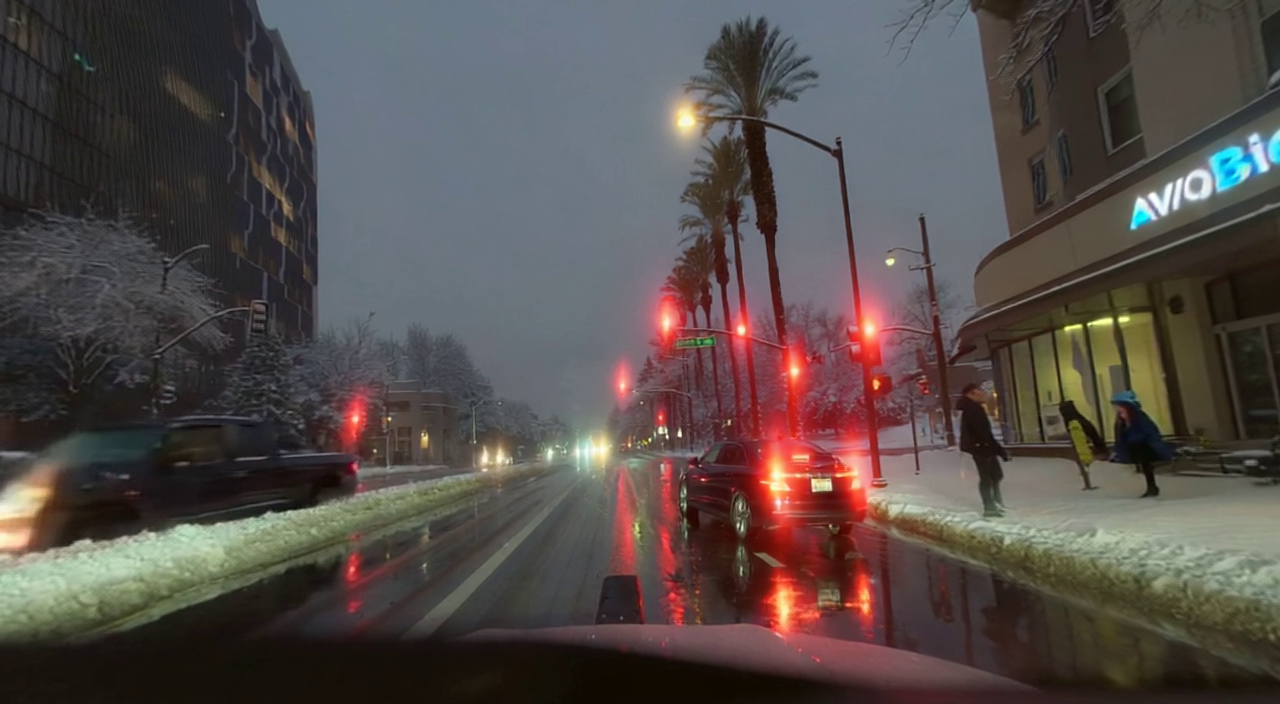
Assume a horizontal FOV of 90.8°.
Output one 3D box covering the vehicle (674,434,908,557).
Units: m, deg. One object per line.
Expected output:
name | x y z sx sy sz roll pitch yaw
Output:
vehicle | 1.999 2.087 10.107 2.090 1.466 4.676 1 -8 -7

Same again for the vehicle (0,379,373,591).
vehicle | -6.130 1.653 8.791 2.190 1.964 5.614 -1 -8 2
